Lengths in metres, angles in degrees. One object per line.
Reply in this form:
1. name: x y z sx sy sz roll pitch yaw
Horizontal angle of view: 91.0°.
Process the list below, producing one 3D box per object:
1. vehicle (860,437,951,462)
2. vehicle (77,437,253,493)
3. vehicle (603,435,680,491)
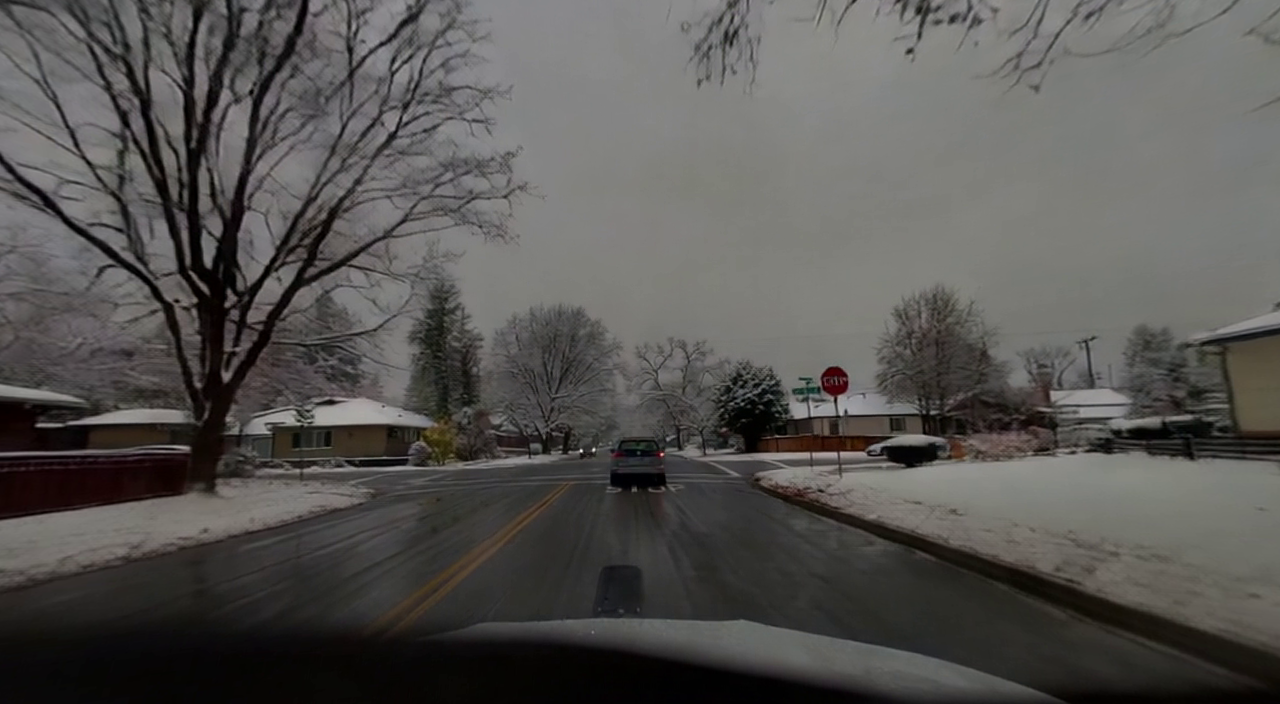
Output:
1. vehicle: 16.499 6.072 39.195 4.748 1.488 2.029 1 -9 -5
2. vehicle: -20.904 5.004 27.963 5.796 1.946 2.391 -3 -10 -3
3. vehicle: -0.033 3.295 18.998 2.043 1.484 4.340 0 -9 -2
